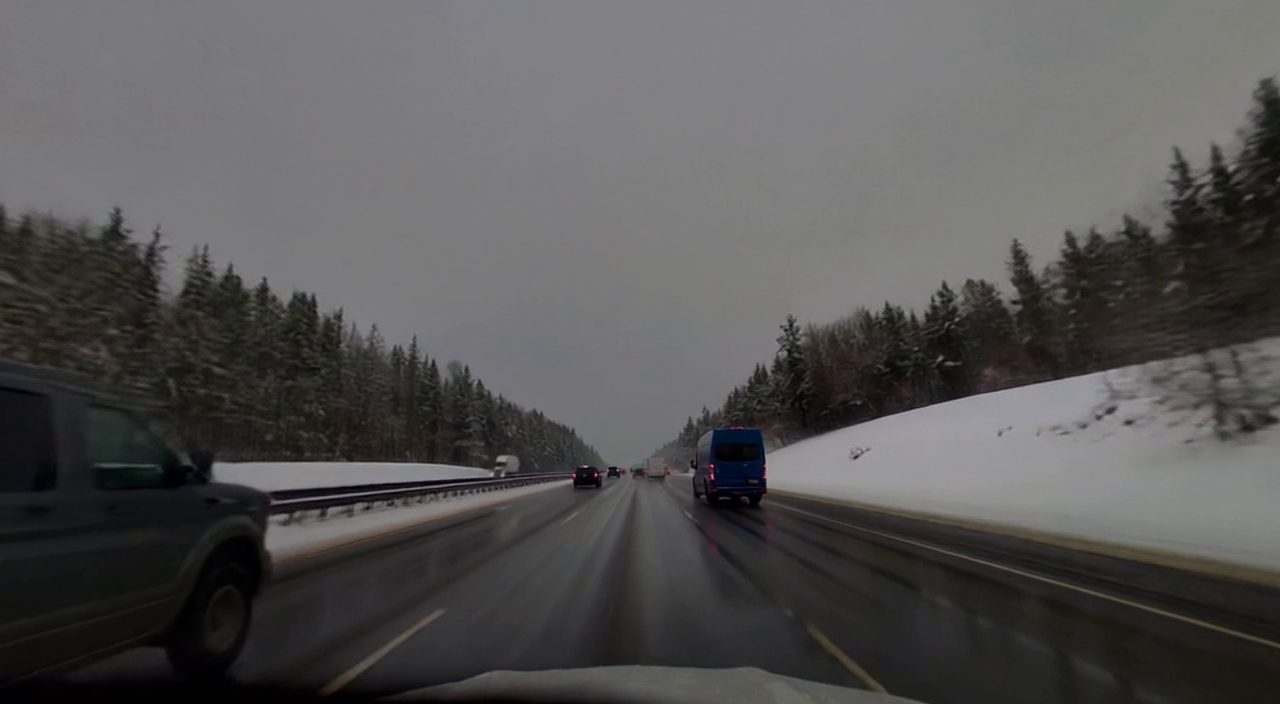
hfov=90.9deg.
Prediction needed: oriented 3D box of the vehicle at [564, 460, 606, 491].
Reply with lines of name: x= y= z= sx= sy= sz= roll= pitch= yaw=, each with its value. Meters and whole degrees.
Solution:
vehicle: x=-3.486 y=7.933 z=40.584 sx=2.204 sy=1.852 sz=4.661 roll=1 pitch=-10 yaw=1

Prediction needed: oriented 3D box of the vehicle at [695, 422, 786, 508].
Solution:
vehicle: x=3.798 y=4.506 z=25.065 sx=2.703 sy=2.988 sz=5.097 roll=1 pitch=-10 yaw=-1

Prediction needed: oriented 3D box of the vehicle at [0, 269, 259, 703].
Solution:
vehicle: x=-3.505 y=0.453 z=1.097 sx=2.378 sy=1.930 sz=5.086 roll=1 pitch=-10 yaw=1
